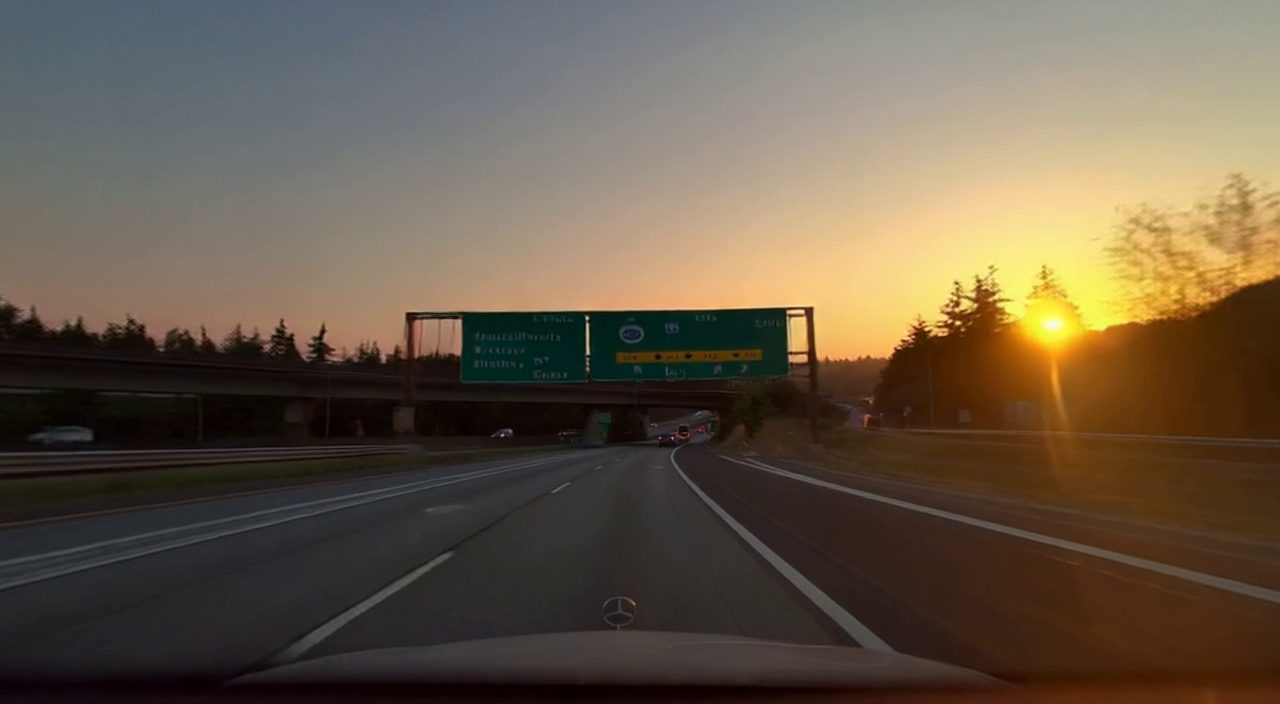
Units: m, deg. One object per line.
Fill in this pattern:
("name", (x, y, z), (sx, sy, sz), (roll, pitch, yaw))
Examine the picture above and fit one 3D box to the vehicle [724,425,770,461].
("vehicle", (6.319, 5.406, 37.578), (1.914, 2.013, 4.041), (0, -8, -2))
